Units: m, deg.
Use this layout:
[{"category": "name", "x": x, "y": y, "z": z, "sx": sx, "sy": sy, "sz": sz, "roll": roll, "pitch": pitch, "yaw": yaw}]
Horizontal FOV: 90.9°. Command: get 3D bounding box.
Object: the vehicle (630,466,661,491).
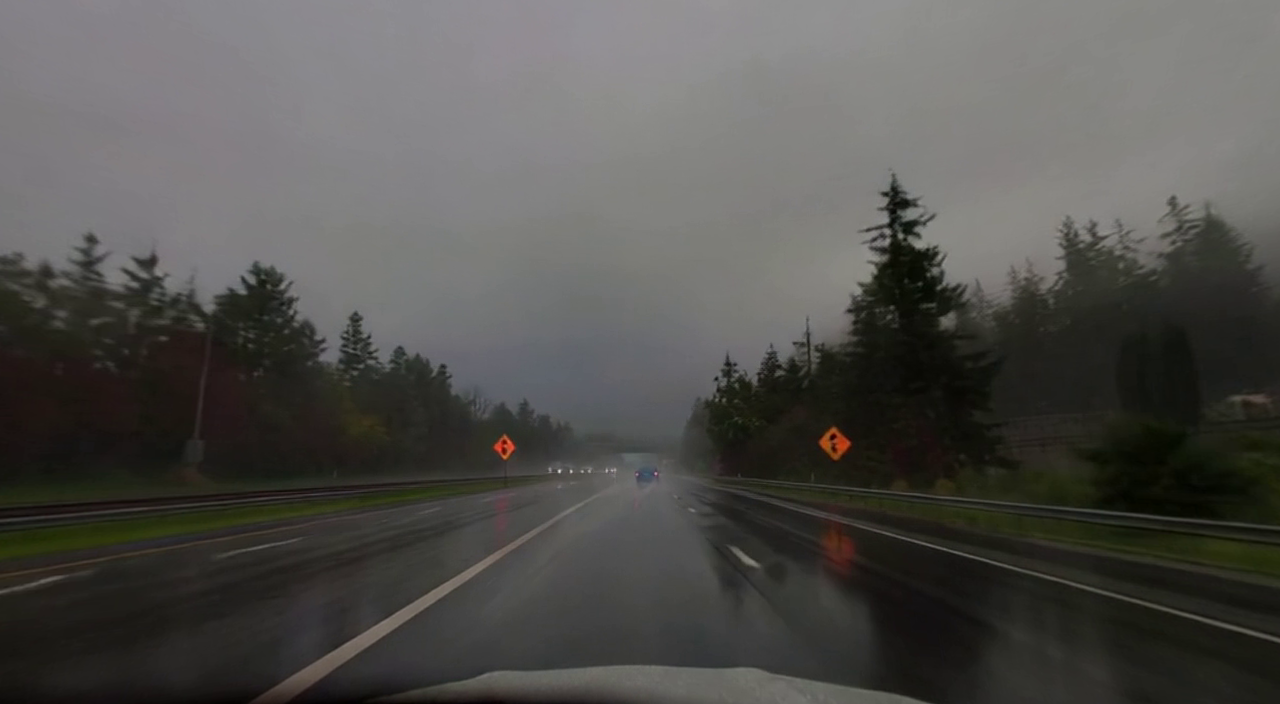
[{"category": "vehicle", "x": 0.344, "y": 8.462, "z": 42.394, "sx": 2.016, "sy": 1.530, "sz": 4.009, "roll": 1, "pitch": -10, "yaw": 0}]
